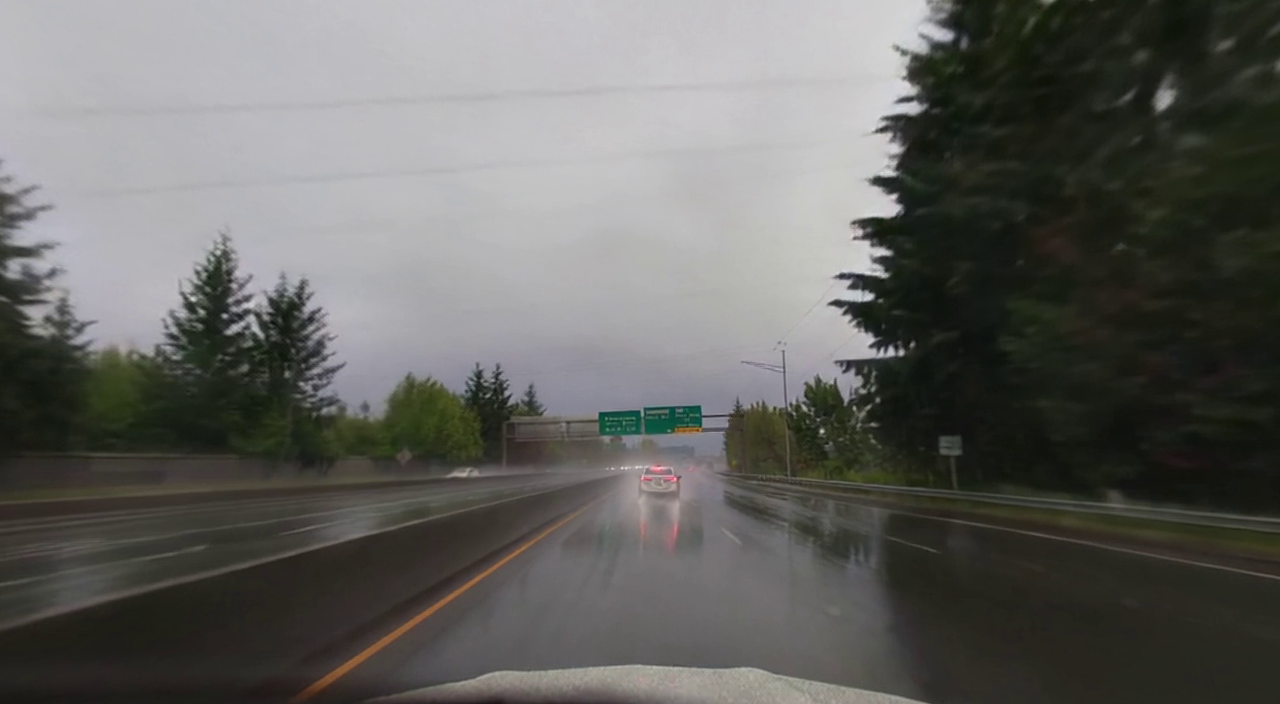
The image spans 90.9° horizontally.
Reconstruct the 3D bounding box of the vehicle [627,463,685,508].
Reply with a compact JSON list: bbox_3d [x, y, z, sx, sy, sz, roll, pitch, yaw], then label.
[{"bbox_3d":[0.560,4.917,23.519,1.987,1.480,3.786,1,-10,0],"label":"vehicle"}]

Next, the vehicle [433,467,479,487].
[{"bbox_3d":[-14.267,9.729,49.144,1.980,1.476,4.619,0,-10,3],"label":"vehicle"}]
